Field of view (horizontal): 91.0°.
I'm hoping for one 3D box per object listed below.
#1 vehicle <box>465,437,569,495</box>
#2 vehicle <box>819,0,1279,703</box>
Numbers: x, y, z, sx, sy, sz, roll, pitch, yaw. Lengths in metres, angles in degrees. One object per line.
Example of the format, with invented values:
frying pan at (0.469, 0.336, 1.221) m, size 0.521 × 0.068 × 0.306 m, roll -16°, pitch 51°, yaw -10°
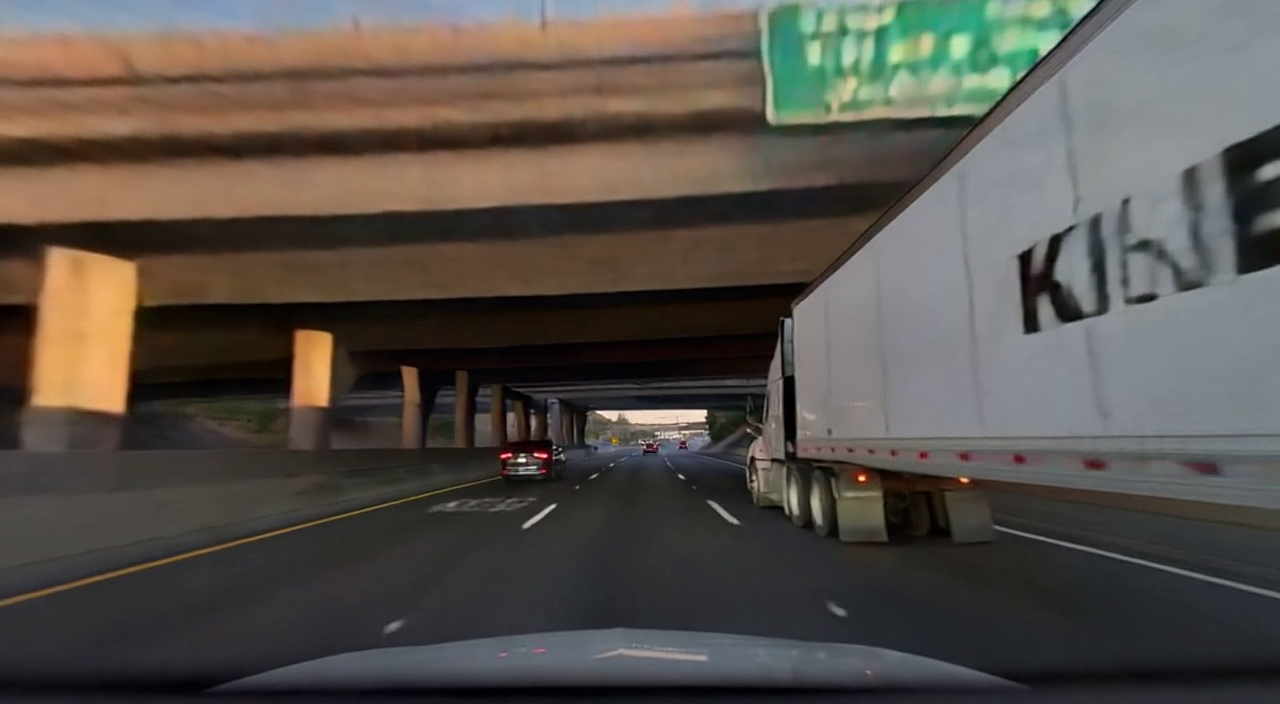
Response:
vehicle at (-3.612, 3.433, 19.437) m, size 2.276 × 1.551 × 4.484 m, roll 0°, pitch -8°, yaw 0°
vehicle at (3.826, -0.251, 1.359) m, size 3.306 × 3.531 × 11.717 m, roll 0°, pitch -8°, yaw -1°
